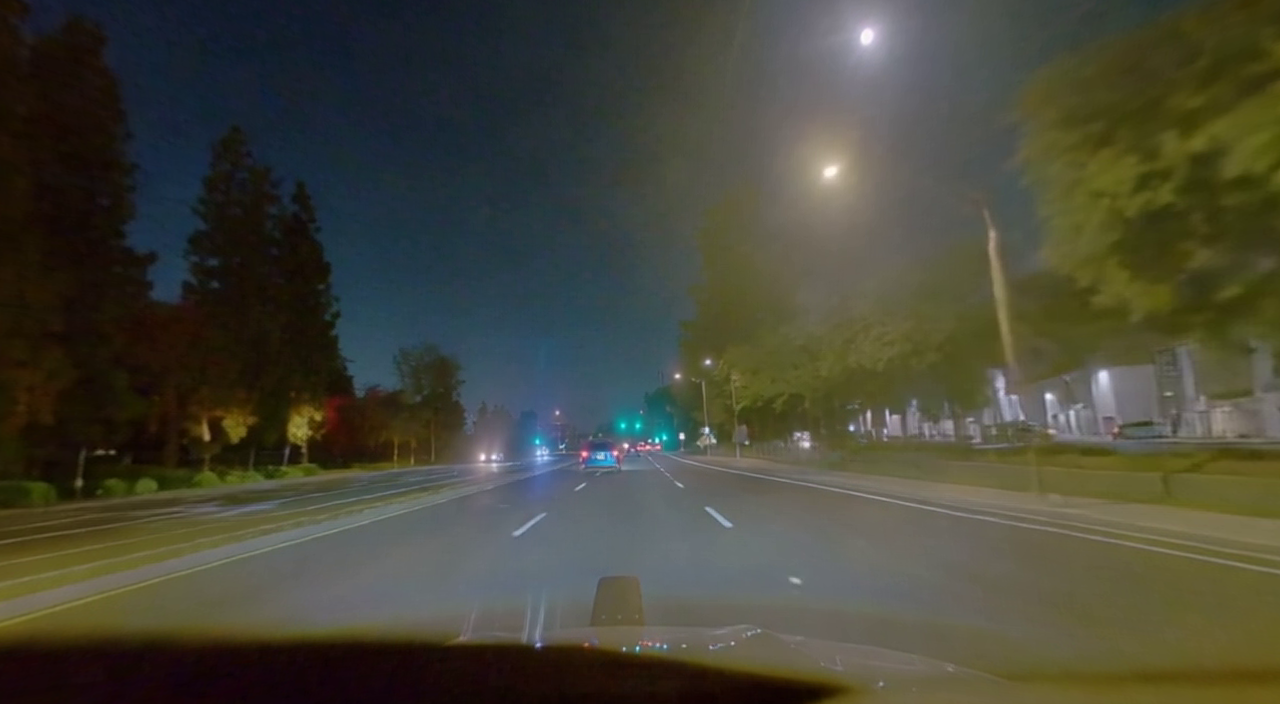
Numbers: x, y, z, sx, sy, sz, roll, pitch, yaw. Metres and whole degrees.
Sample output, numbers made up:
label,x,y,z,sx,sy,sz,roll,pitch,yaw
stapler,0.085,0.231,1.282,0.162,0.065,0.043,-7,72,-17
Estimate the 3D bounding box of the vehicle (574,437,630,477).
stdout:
label,x,y,z,sx,sy,sz,roll,pitch,yaw
vehicle,-1.670,4.810,29.179,2.174,1.703,4.231,0,-9,2
